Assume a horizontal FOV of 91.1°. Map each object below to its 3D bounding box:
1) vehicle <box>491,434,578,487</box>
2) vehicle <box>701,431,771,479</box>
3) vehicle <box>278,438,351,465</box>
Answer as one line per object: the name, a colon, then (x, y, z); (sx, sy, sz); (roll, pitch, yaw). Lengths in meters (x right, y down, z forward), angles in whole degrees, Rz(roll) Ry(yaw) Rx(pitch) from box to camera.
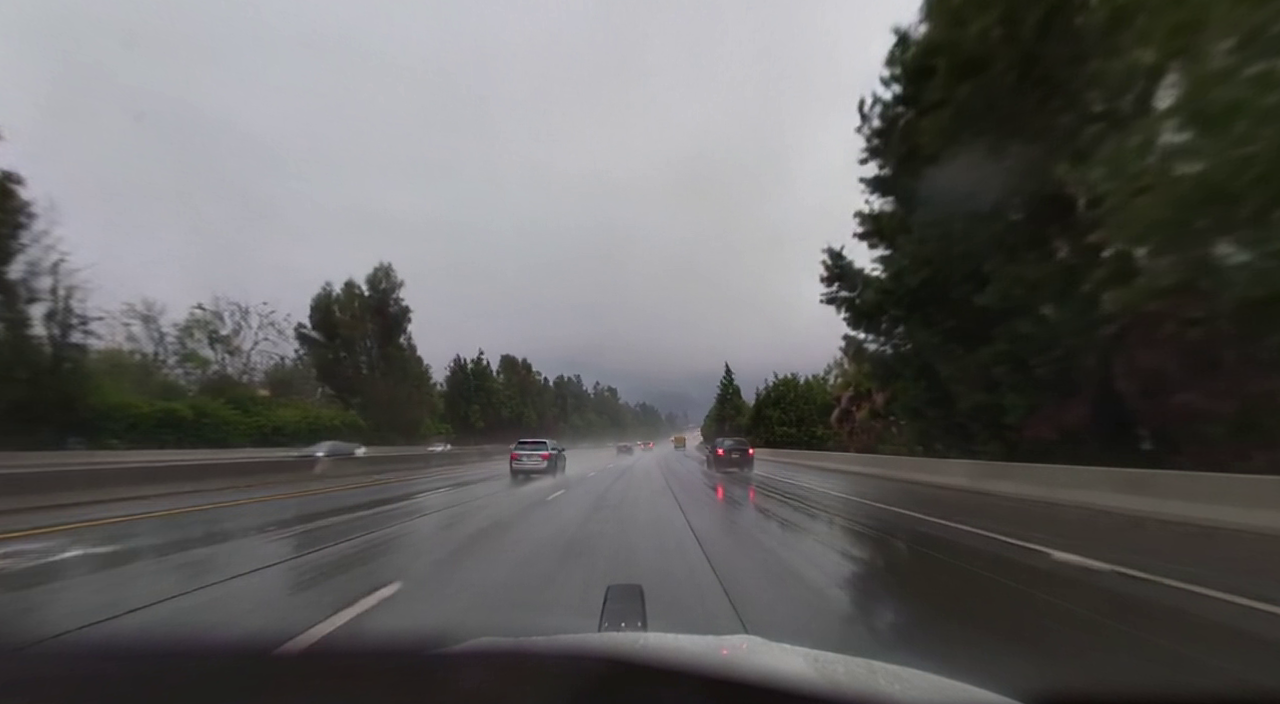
vehicle: (-3.471, 3.663, 21.562); (2.166, 1.608, 4.297); (0, -8, 1)
vehicle: (3.900, 4.270, 26.303); (2.149, 1.796, 4.487); (0, -8, -1)
vehicle: (-20.924, 6.413, 40.583); (2.037, 1.623, 4.904); (0, -8, 1)
